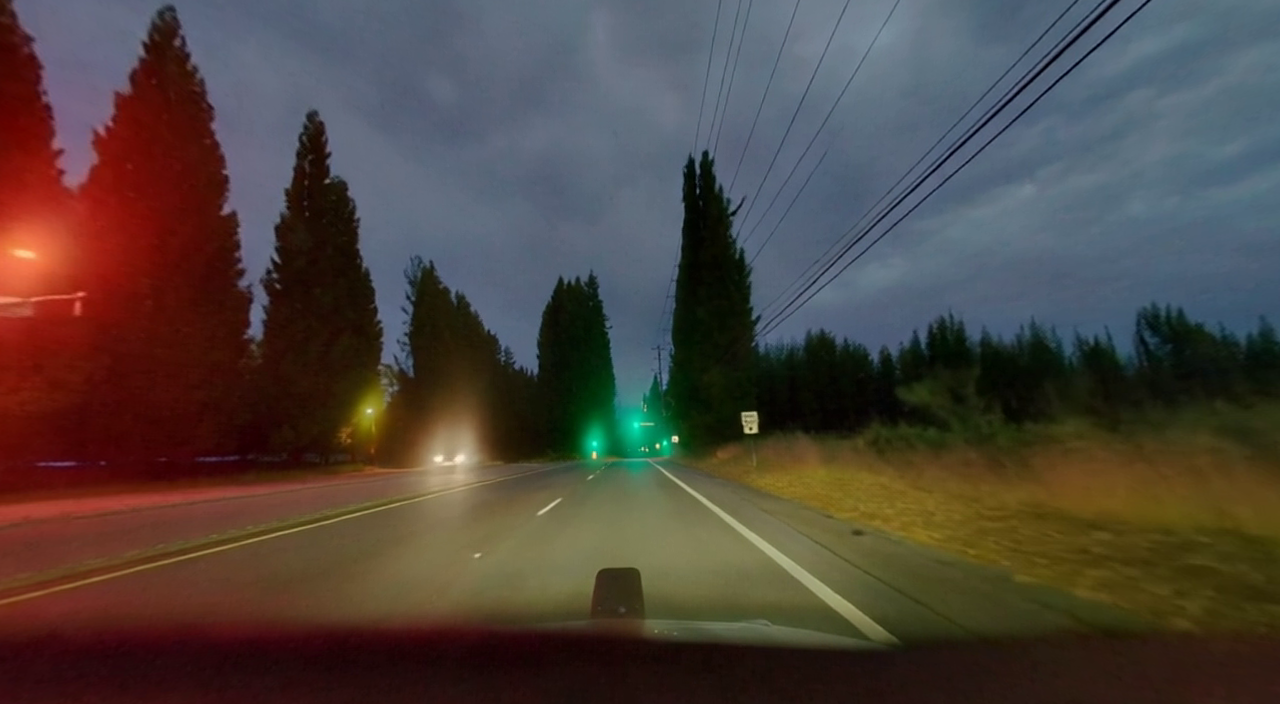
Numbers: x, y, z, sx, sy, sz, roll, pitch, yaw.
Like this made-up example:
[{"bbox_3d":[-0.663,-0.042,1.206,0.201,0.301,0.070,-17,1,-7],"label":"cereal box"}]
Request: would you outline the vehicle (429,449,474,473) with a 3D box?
[{"bbox_3d":[-14.480,8.379,48.711,2.037,1.712,4.576,0,-9,0],"label":"vehicle"}]
